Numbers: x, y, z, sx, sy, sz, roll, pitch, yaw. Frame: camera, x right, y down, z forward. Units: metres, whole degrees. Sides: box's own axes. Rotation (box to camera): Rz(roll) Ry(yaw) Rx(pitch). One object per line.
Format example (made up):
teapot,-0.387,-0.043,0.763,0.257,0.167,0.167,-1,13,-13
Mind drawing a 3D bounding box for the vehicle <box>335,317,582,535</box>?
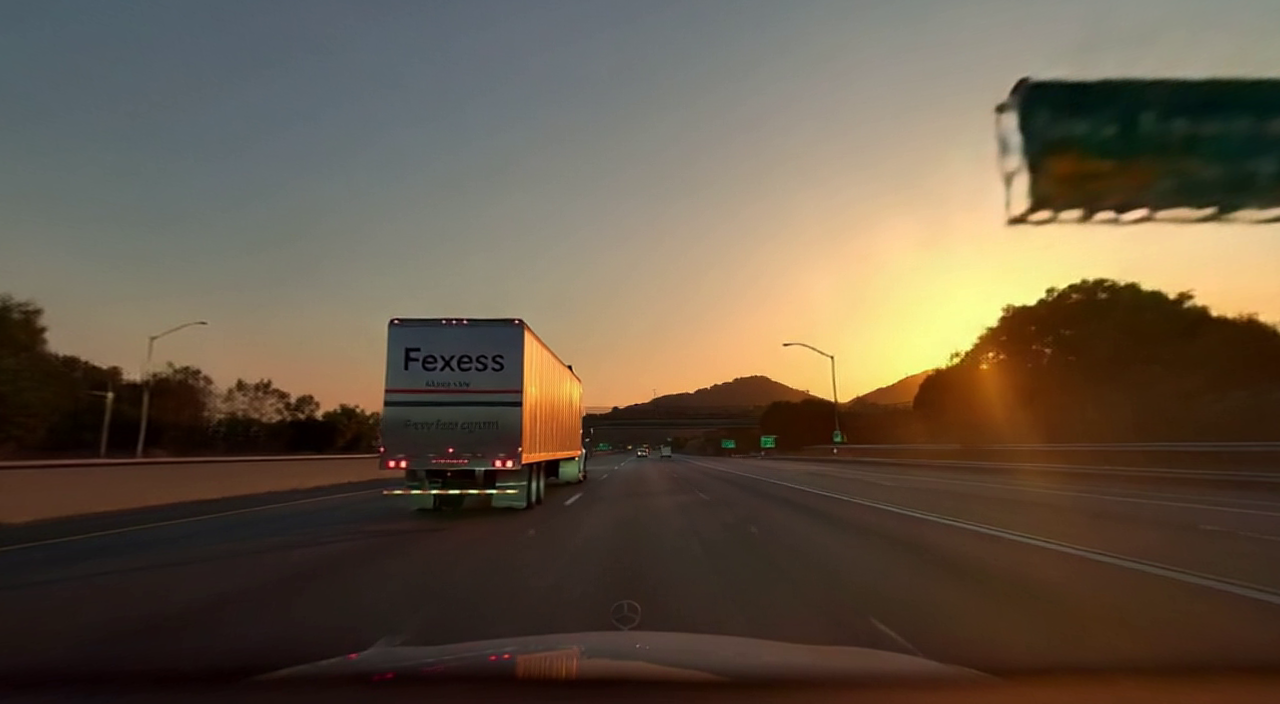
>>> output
vehicle,-3.239,1.783,14.196,2.922,3.458,8.360,0,-9,1
